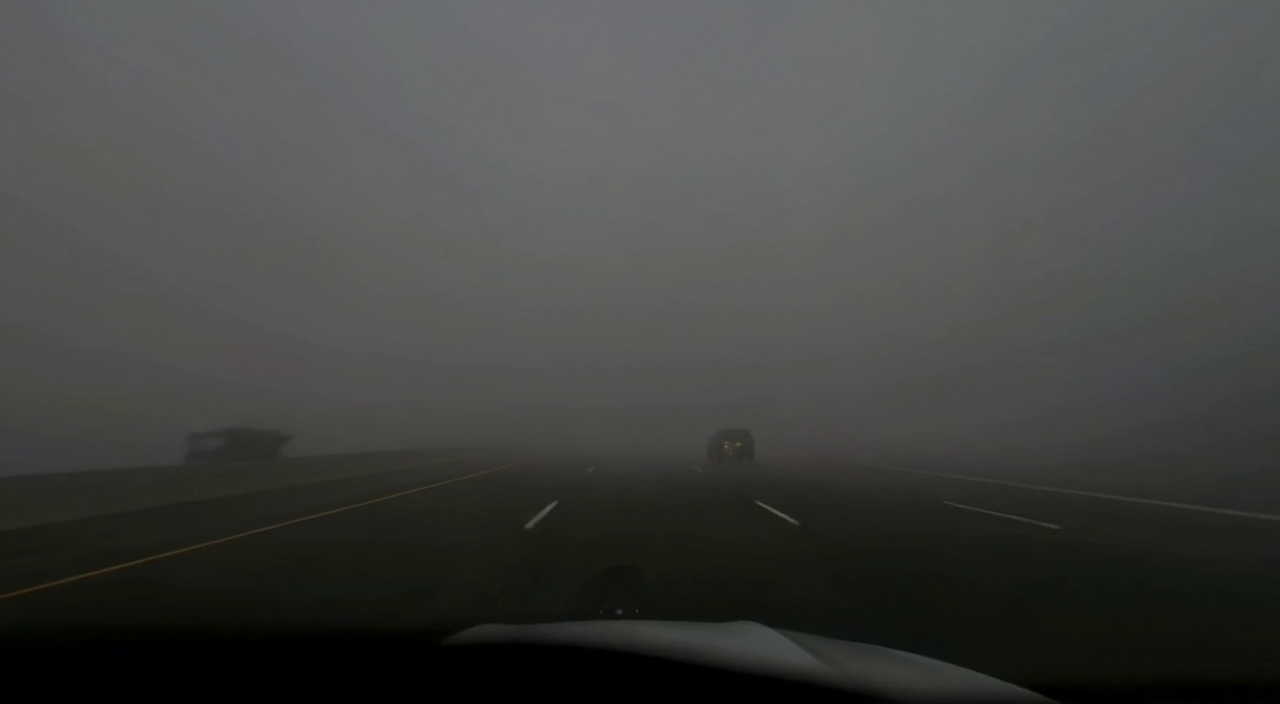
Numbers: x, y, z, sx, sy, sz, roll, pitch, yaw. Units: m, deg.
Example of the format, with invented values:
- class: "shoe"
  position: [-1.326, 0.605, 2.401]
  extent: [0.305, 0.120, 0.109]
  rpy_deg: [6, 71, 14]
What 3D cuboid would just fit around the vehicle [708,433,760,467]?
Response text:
- class: "vehicle"
  position: [4.392, 4.613, 29.934]
  extent: [1.802, 1.492, 3.804]
  rpy_deg: [0, -8, -1]
